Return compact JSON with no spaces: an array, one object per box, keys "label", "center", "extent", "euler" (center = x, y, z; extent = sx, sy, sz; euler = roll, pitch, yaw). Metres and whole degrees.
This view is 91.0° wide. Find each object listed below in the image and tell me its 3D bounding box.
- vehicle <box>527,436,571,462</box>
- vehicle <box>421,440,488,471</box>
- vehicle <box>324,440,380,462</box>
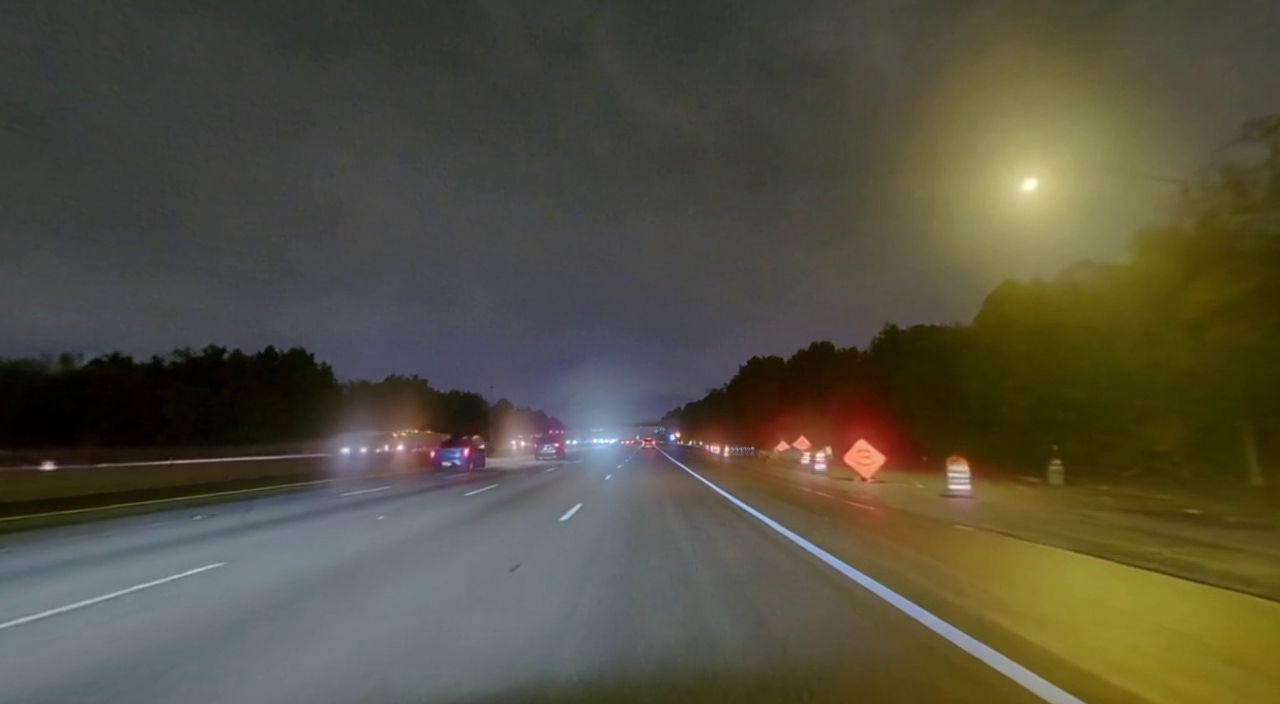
[{"label":"vehicle","center":[-6.396,6.908,44.946],"extent":[2.402,1.733,4.512],"euler":[0,-8,1]},{"label":"vehicle","center":[-9.697,5.464,33.336],"extent":[2.122,1.511,4.576],"euler":[0,-8,0]},{"label":"vehicle","center":[-22.289,7.697,48.945],"extent":[2.186,1.619,4.359],"euler":[0,-9,2]}]
